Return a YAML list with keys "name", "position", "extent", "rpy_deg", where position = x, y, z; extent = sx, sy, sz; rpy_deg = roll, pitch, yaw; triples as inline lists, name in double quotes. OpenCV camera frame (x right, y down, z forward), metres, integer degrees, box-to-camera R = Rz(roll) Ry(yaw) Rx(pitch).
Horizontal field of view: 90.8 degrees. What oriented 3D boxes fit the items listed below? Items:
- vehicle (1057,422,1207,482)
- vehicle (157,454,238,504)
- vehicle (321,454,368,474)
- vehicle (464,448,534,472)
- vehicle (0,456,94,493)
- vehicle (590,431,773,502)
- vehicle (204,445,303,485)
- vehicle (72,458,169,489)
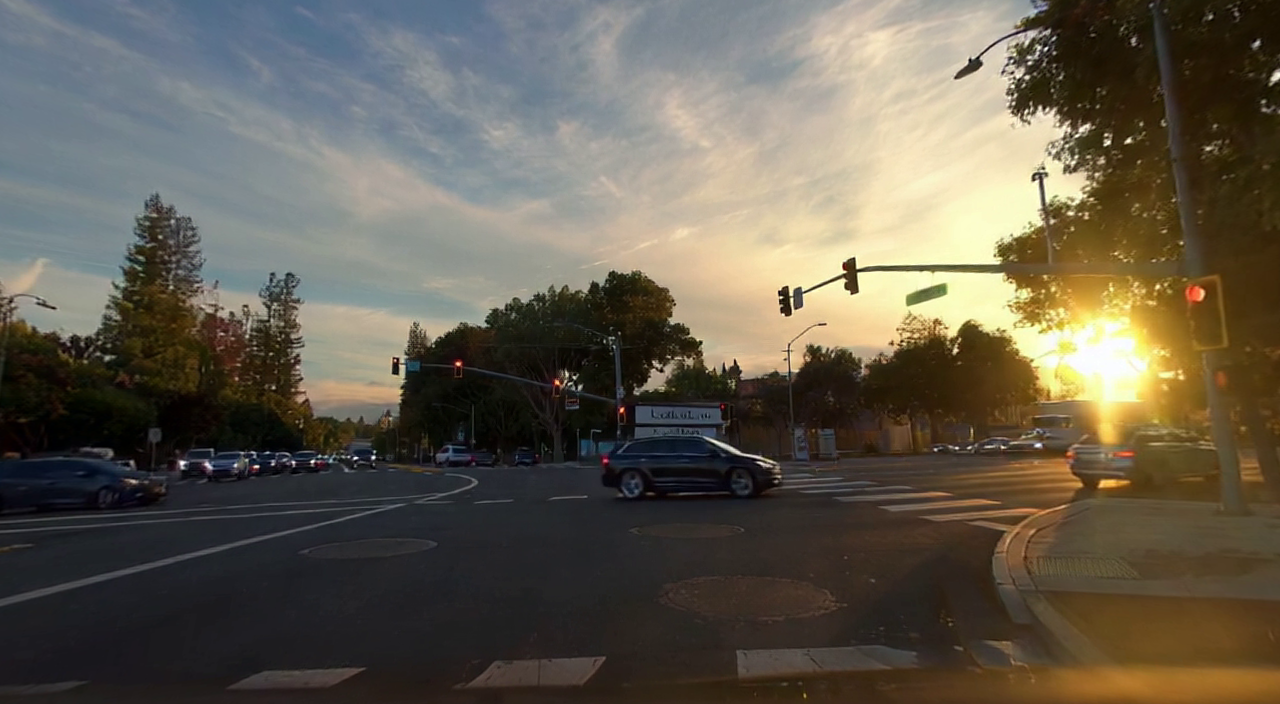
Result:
- name: "vehicle"
  position: [16.358, 3.296, 20.969]
  extent: [4.619, 1.759, 2.101]
  rpy_deg: [4, -10, -28]
- name: "vehicle"
  position: [-15.224, 4.260, 21.713]
  extent: [1.957, 1.471, 4.728]
  rpy_deg: [6, -11, -35]
- name: "vehicle"
  position: [-23.036, 8.723, 49.389]
  extent: [1.999, 1.468, 4.702]
  rpy_deg: [1, -9, -8]
- name: "vehicle"
  position: [-9.289, 7.115, 41.817]
  extent: [1.989, 1.496, 4.211]
  rpy_deg: [-7, -11, 37]
- name: "vehicle"
  position: [-31.172, 6.265, 32.647]
  extent: [2.142, 1.723, 4.692]
  rpy_deg: [1, -9, -9]
- name: "vehicle"
  position: [1.030, 2.835, 15.808]
  extent: [4.281, 1.621, 1.903]
  rpy_deg: [-1, -9, 6]
- name: "vehicle"
  position: [-20.897, 6.099, 34.556]
  extent: [2.358, 1.937, 5.896]
  rpy_deg: [1, -9, -8]
- name: "vehicle"
  position: [-28.358, 6.619, 34.701]
  extent: [1.965, 1.448, 4.553]
  rpy_deg: [1, -9, -8]
